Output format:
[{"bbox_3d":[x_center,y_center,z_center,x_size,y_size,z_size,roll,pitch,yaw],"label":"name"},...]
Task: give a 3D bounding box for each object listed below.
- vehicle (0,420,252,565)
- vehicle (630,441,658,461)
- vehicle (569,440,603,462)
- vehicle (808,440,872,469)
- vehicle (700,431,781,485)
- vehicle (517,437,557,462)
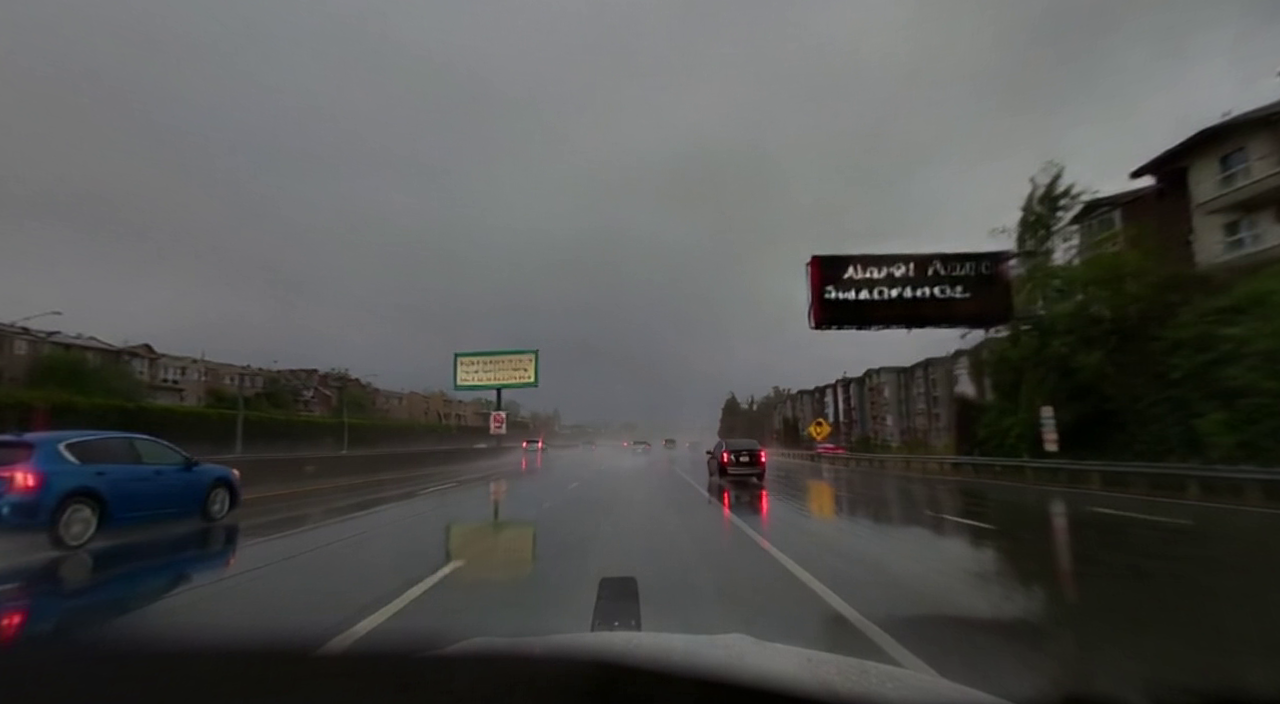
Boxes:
[{"bbox_3d":[-7.666,1.748,8.491,2.021,1.496,4.495,0,-9,0],"label":"vehicle"},{"bbox_3d":[0.268,7.406,47.185,1.992,1.431,4.055,0,-9,0],"label":"vehicle"},{"bbox_3d":[-3.757,7.000,44.588,2.002,1.466,4.378,0,-9,0],"label":"vehicle"},{"bbox_3d":[10.953,5.648,34.985,2.061,1.459,4.273,0,-9,-1],"label":"vehicle"},{"bbox_3d":[3.412,3.695,22.316,2.080,1.694,4.286,0,-9,-1],"label":"vehicle"},{"bbox_3d":[-7.478,7.121,46.288,2.057,1.733,4.589,0,-9,1],"label":"vehicle"}]
